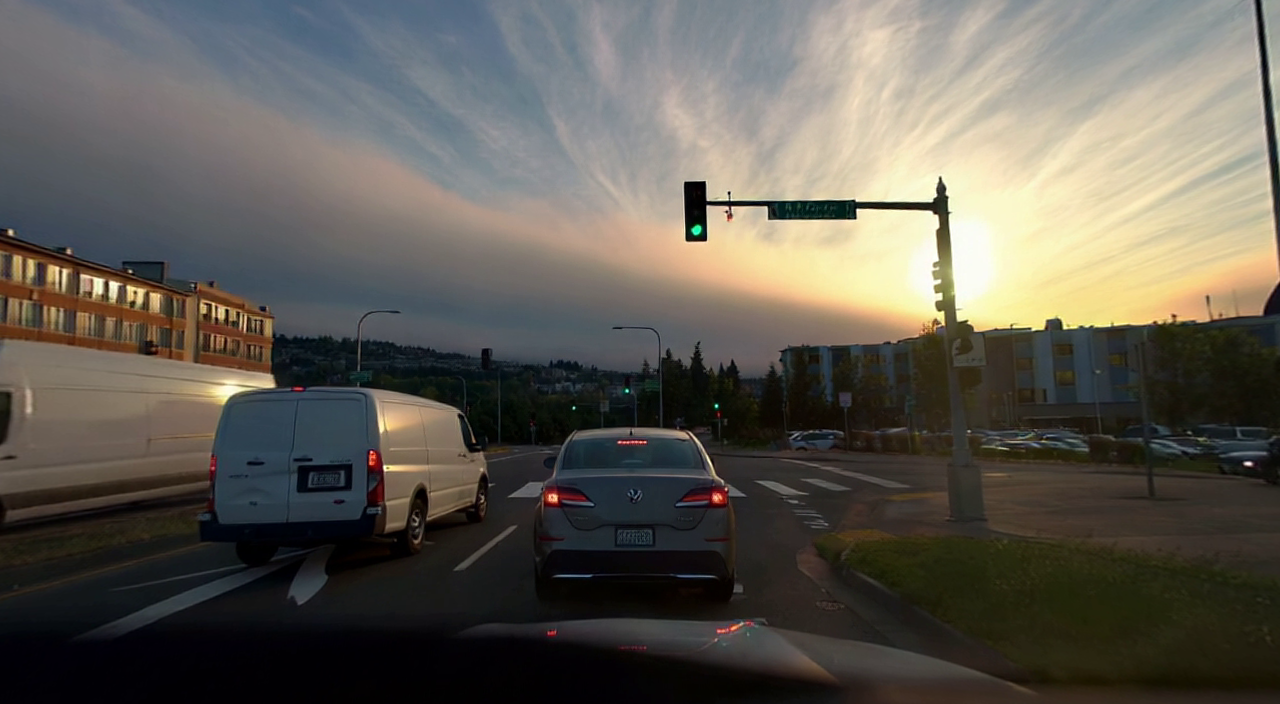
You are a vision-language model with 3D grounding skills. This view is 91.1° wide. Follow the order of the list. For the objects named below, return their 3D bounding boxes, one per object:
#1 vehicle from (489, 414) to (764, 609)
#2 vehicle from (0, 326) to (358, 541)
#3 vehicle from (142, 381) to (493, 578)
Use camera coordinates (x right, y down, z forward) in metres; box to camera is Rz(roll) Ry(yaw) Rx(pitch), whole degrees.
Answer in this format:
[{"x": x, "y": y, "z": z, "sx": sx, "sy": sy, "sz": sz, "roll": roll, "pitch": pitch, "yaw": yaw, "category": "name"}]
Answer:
[{"x": -0.111, "y": 1.465, "z": 6.767, "sx": 2.064, "sy": 1.452, "sz": 3.942, "roll": 0, "pitch": -8, "yaw": 0, "category": "vehicle"}, {"x": -10.765, "y": 1.871, "z": 14.950, "sx": 2.973, "sy": 3.009, "sz": 12.605, "roll": -2, "pitch": -6, "yaw": -3, "category": "vehicle"}, {"x": -3.582, "y": 1.513, "z": 8.434, "sx": 2.076, "sy": 1.820, "sz": 5.100, "roll": 0, "pitch": -8, "yaw": -1, "category": "vehicle"}]
